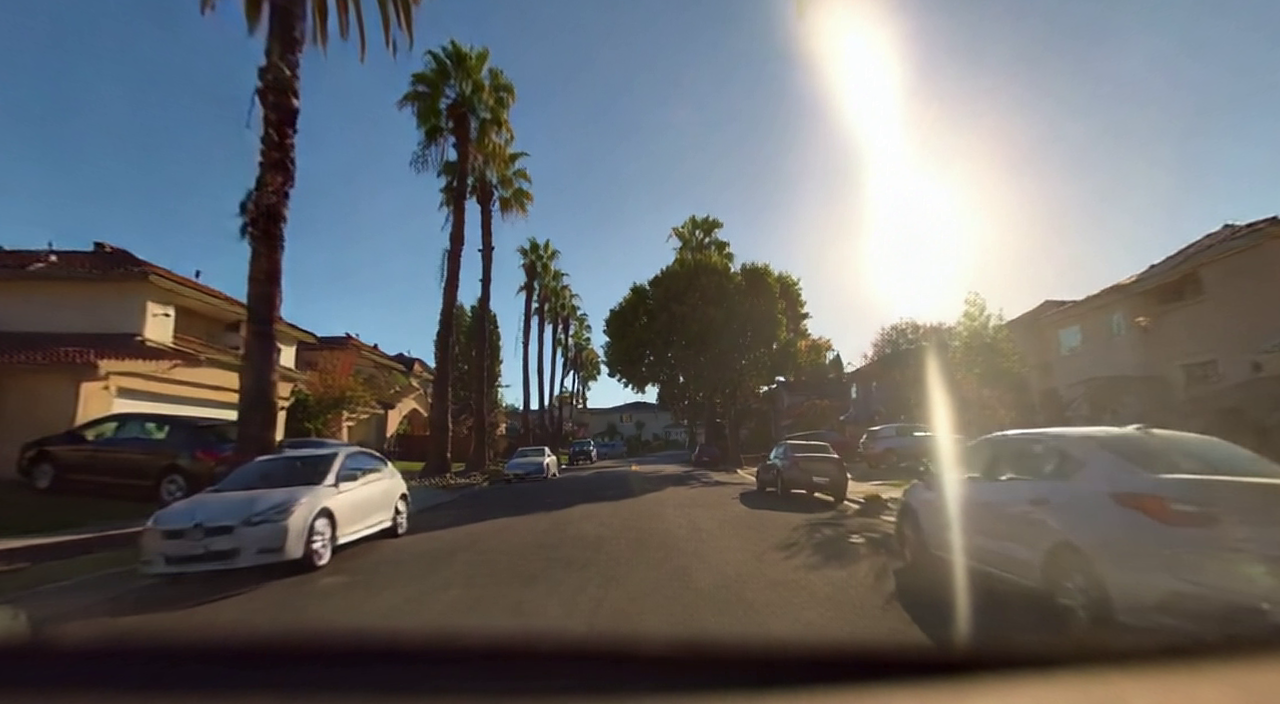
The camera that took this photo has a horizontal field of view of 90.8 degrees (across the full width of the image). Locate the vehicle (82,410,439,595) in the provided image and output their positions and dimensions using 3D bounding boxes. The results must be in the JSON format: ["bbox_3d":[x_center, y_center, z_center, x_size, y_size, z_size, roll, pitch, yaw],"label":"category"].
[{"bbox_3d":[-4.582,1.802,8.798,2.147,1.823,4.725,0,-7,-2],"label":"vehicle"}]

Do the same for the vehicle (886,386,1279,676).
[{"bbox_3d":[4.127,1.345,5.840,2.072,1.685,4.160,0,-8,1],"label":"vehicle"}]

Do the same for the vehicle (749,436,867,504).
[{"bbox_3d":[4.301,3.080,16.936,1.987,1.567,4.112,0,-8,0],"label":"vehicle"}]

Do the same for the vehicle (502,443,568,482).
[{"bbox_3d":[-4.326,4.674,26.825,2.080,1.479,4.531,0,-10,-1],"label":"vehicle"}]

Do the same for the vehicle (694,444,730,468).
[{"bbox_3d":[4.725,6.916,42.114,1.867,1.480,4.678,0,-8,1],"label":"vehicle"}]
